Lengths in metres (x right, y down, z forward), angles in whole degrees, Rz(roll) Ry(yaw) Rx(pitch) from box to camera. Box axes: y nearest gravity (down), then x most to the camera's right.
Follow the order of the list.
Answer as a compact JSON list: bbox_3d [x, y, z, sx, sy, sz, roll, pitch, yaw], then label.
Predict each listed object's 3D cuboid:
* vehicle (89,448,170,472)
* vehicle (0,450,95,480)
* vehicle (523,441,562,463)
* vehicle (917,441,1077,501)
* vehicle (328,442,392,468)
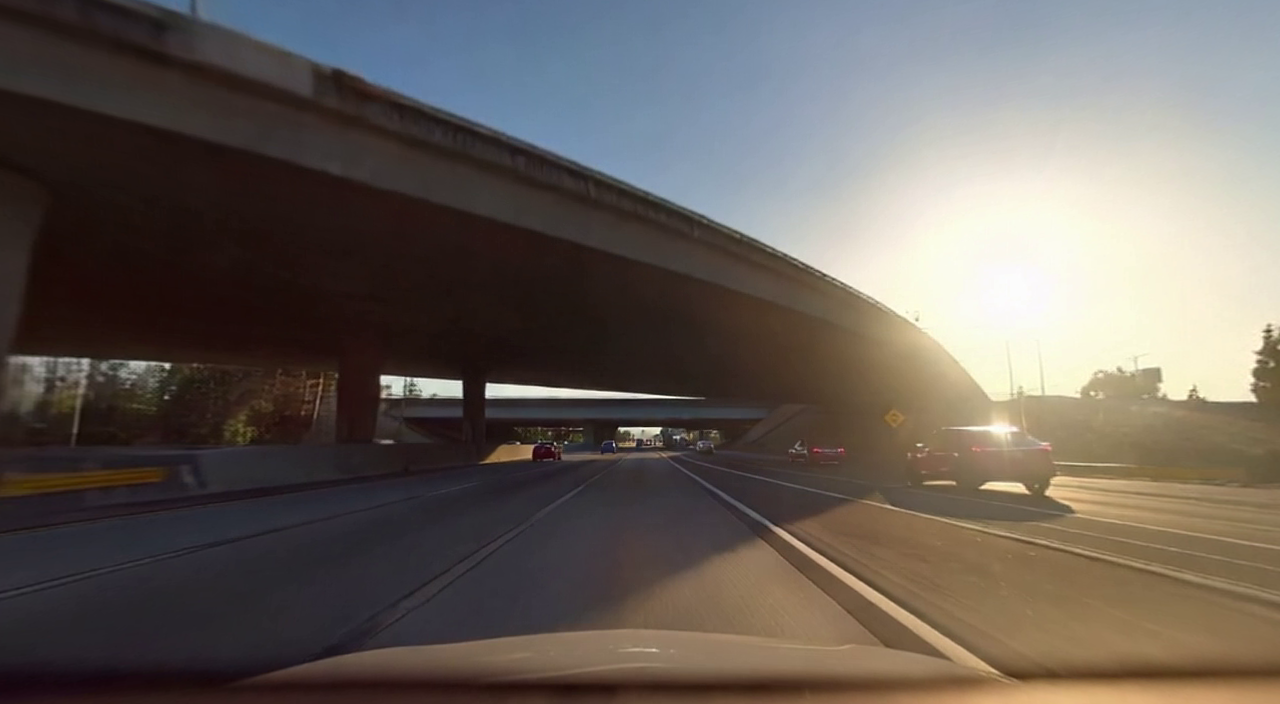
[{"bbox_3d":[-36.599,7.732,45.396,1.829,1.644,4.584,0,-8,3],"label":"vehicle"},{"bbox_3d":[-33.752,6.296,35.372,1.906,1.488,4.742,-1,-8,4],"label":"vehicle"},{"bbox_3d":[-7.000,7.242,45.663,1.987,1.486,4.174,0,-8,2],"label":"vehicle"},{"bbox_3d":[10.044,3.352,18.218,2.000,1.515,4.188,0,-8,-3],"label":"vehicle"},{"bbox_3d":[-17.583,6.461,39.837,1.985,1.554,4.433,0,-8,1],"label":"vehicle"}]
